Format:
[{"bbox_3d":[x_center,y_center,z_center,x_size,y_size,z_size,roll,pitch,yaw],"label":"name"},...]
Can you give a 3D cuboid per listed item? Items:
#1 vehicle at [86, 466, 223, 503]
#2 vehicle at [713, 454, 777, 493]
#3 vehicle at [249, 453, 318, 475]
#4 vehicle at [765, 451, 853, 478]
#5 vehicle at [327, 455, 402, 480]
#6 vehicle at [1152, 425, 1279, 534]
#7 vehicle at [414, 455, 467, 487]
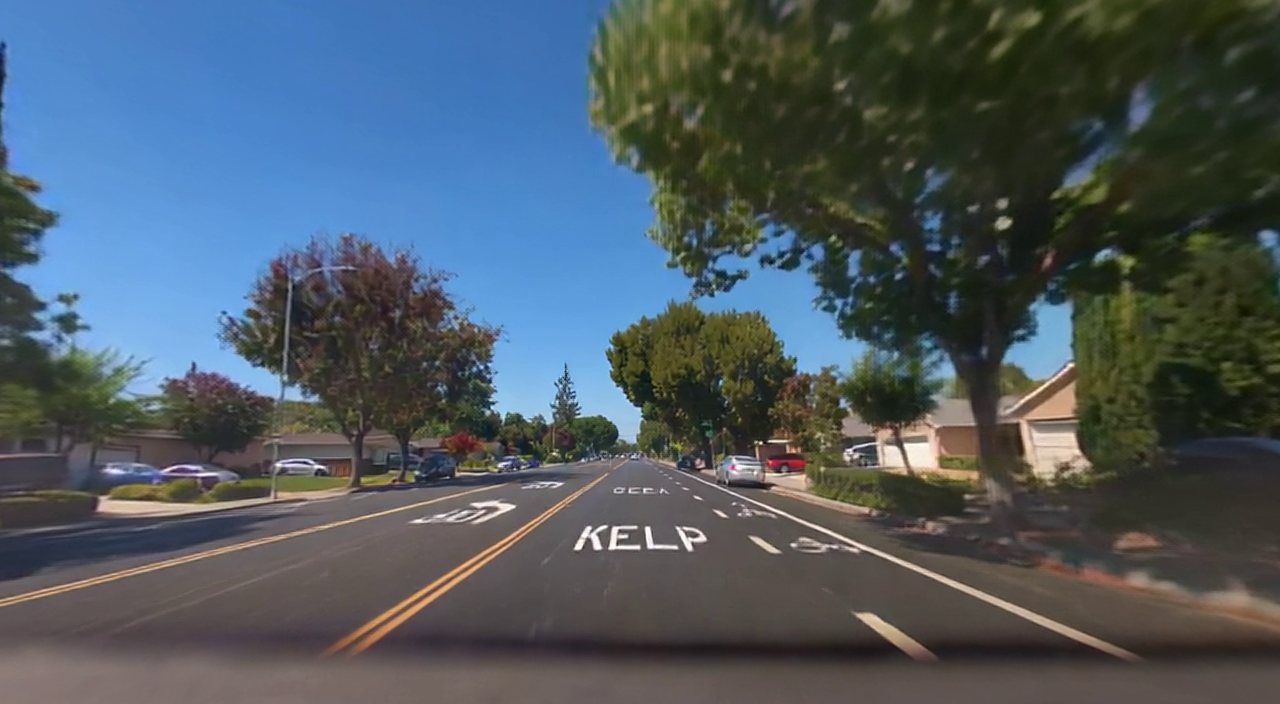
[{"bbox_3d":[-21.596,5.884,28.265,4.413,1.477,2.100,-1,-9,1],"label":"vehicle"},{"bbox_3d":[4.396,5.146,27.090,1.970,1.455,4.233,0,-9,-1],"label":"vehicle"},{"bbox_3d":[-26.902,8.480,47.750,4.073,1.502,1.822,-1,-9,-2],"label":"vehicle"},{"bbox_3d":[9.797,6.555,36.900,4.501,1.502,1.975,0,-9,-1],"label":"vehicle"},{"bbox_3d":[-20.649,8.671,47.495,4.744,1.752,2.008,1,-9,-7],"label":"vehicle"},{"bbox_3d":[11.198,1.939,9.948,4.596,1.527,1.858,0,-9,0],"label":"vehicle"},{"bbox_3d":[-13.020,7.768,41.569,2.049,1.782,4.460,-4,-8,0],"label":"vehicle"}]
